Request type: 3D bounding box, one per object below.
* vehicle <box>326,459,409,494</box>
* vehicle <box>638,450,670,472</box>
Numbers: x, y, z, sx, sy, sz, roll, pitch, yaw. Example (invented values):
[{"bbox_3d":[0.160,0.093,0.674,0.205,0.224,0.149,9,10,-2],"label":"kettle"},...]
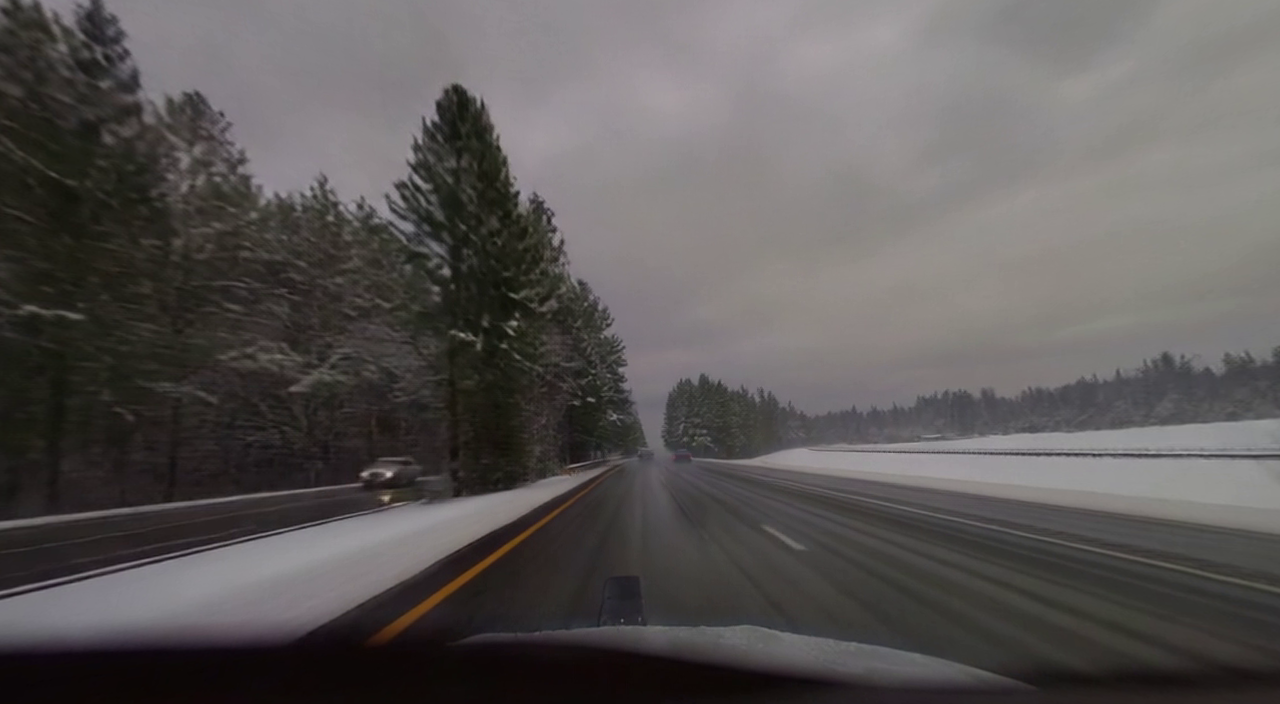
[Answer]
[{"bbox_3d":[-12.511,5.721,29.260,1.873,1.452,4.361,0,-9,0],"label":"vehicle"},{"bbox_3d":[0.954,7.854,45.450,2.162,1.492,3.975,0,-9,0],"label":"vehicle"}]
